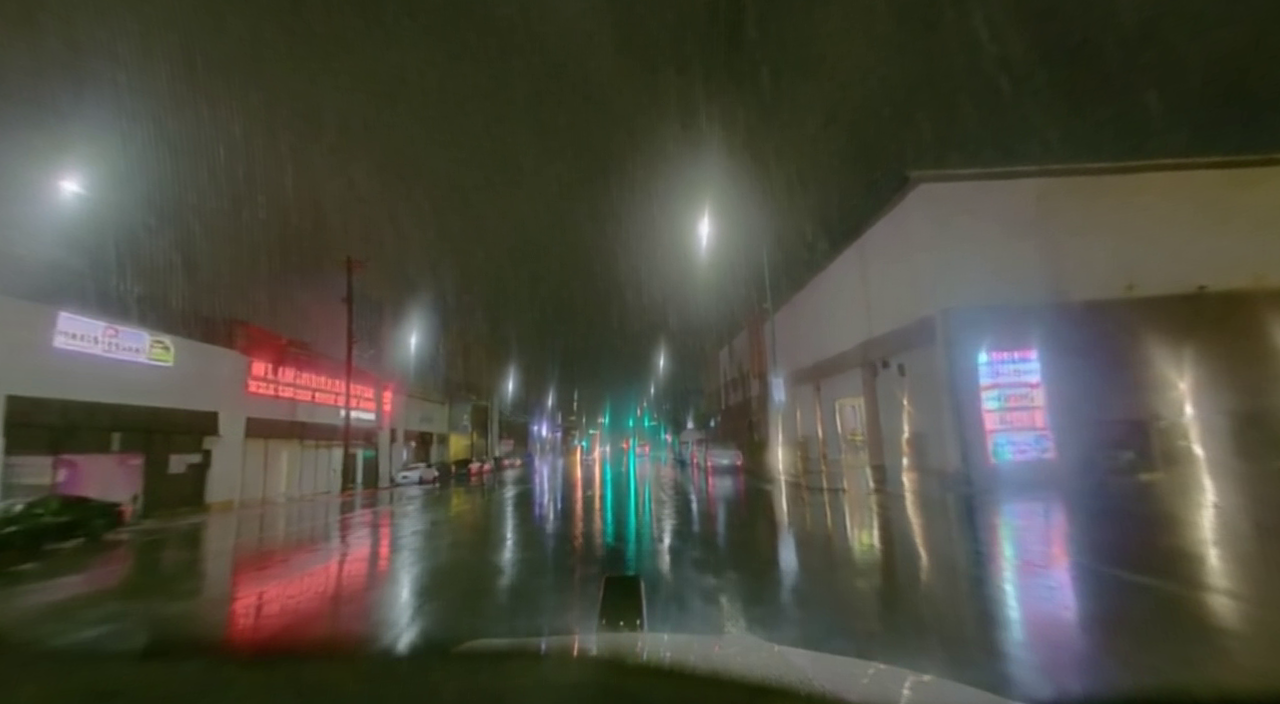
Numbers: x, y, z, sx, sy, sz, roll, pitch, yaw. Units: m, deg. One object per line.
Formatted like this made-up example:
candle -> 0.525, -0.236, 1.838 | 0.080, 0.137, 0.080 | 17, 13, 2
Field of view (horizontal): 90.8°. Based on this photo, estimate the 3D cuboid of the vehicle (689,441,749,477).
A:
vehicle -> 3.542, 4.895, 29.184 | 2.042, 1.487, 5.033 | 0, -8, -1

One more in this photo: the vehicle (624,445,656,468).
vehicle -> -0.037, 7.341, 44.455 | 2.099, 1.470, 4.270 | -1, -8, -1

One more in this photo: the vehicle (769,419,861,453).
vehicle -> 12.225, 5.894, 44.370 | 5.603, 1.659, 2.393 | -6, -8, -4

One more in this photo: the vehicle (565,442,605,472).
vehicle -> -3.658, 7.018, 42.618 | 2.348, 1.831, 4.737 | -1, -8, -1

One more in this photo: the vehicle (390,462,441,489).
vehicle -> -15.737, 8.665, 44.586 | 1.883, 1.493, 4.880 | -2, -8, -1

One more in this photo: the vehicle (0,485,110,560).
vehicle -> -15.672, 4.295, 15.384 | 1.793, 1.437, 4.415 | -8, -7, -1
